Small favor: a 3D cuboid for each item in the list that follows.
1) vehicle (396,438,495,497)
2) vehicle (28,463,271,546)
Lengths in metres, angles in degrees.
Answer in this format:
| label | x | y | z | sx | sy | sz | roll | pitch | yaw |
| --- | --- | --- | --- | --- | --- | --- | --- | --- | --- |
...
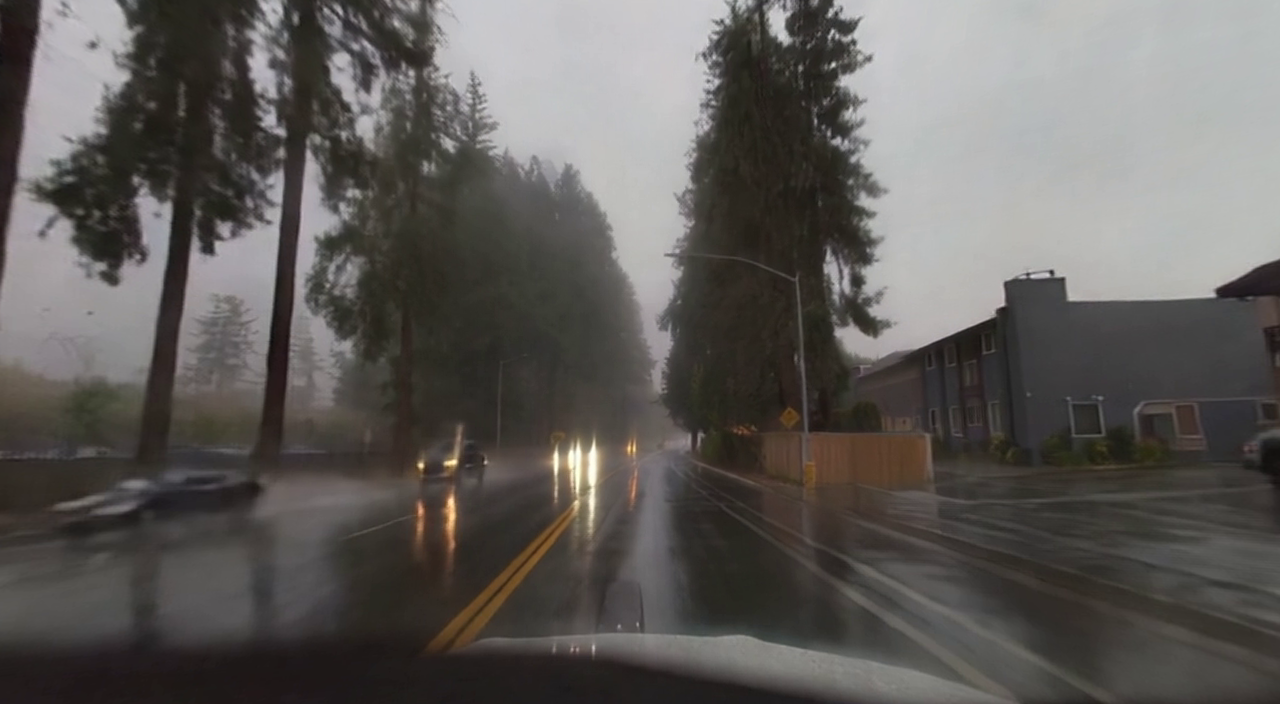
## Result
| label | x | y | z | sx | sy | sz | roll | pitch | yaw |
| --- | --- | --- | --- | --- | --- | --- | --- | --- | --- |
| vehicle | -6.787 | 4.070 | 22.621 | 2.063 | 1.859 | 4.812 | -1 | -9 | -1 |
| vehicle | -10.527 | 3.257 | 14.064 | 1.865 | 1.441 | 4.422 | 0 | -9 | 0 |
